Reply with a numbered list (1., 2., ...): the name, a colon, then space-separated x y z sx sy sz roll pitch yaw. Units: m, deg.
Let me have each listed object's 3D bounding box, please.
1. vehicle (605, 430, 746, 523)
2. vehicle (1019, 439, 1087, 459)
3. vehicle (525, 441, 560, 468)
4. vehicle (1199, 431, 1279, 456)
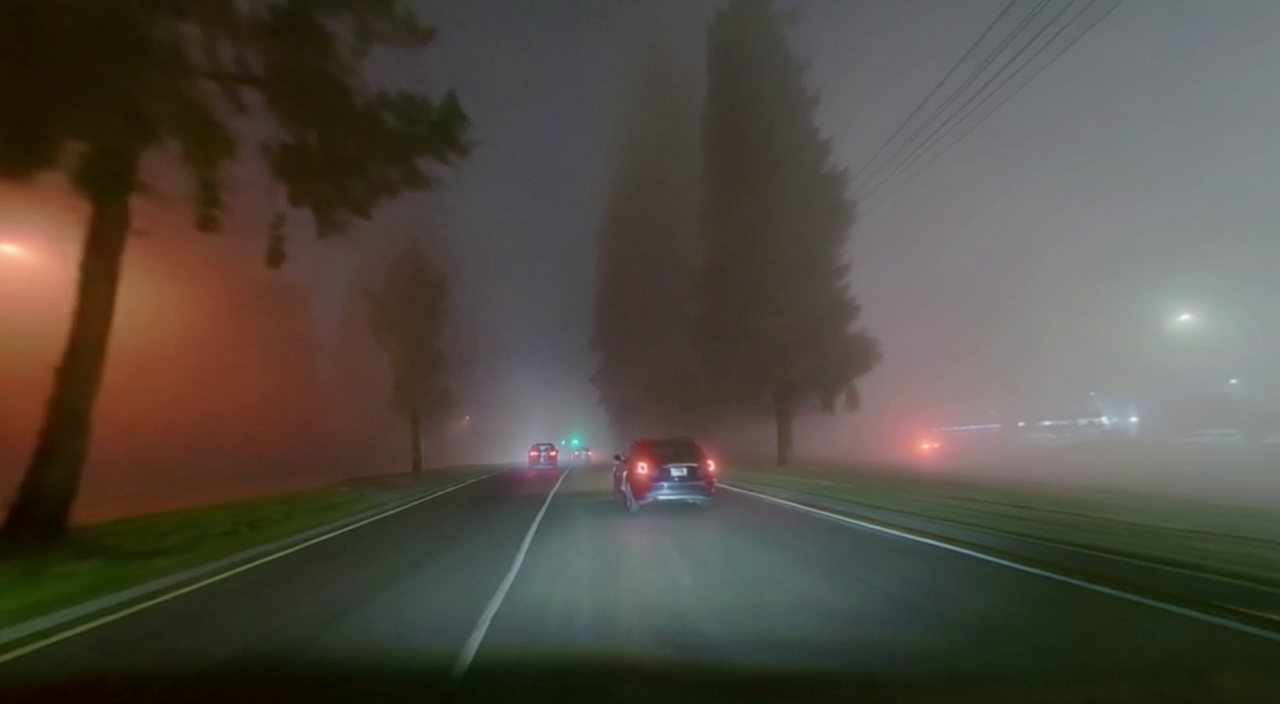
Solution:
1. vehicle: 0.506 2.576 13.659 2.235 1.597 4.918 1 -9 -6
2. vehicle: 32.613 7.666 49.877 1.867 1.471 4.788 0 -9 -4
3. vehicle: -6.762 7.150 44.161 2.189 1.776 4.342 0 -9 -6
4. vehicle: 43.216 6.527 44.940 1.838 1.677 4.747 1 -9 -6
